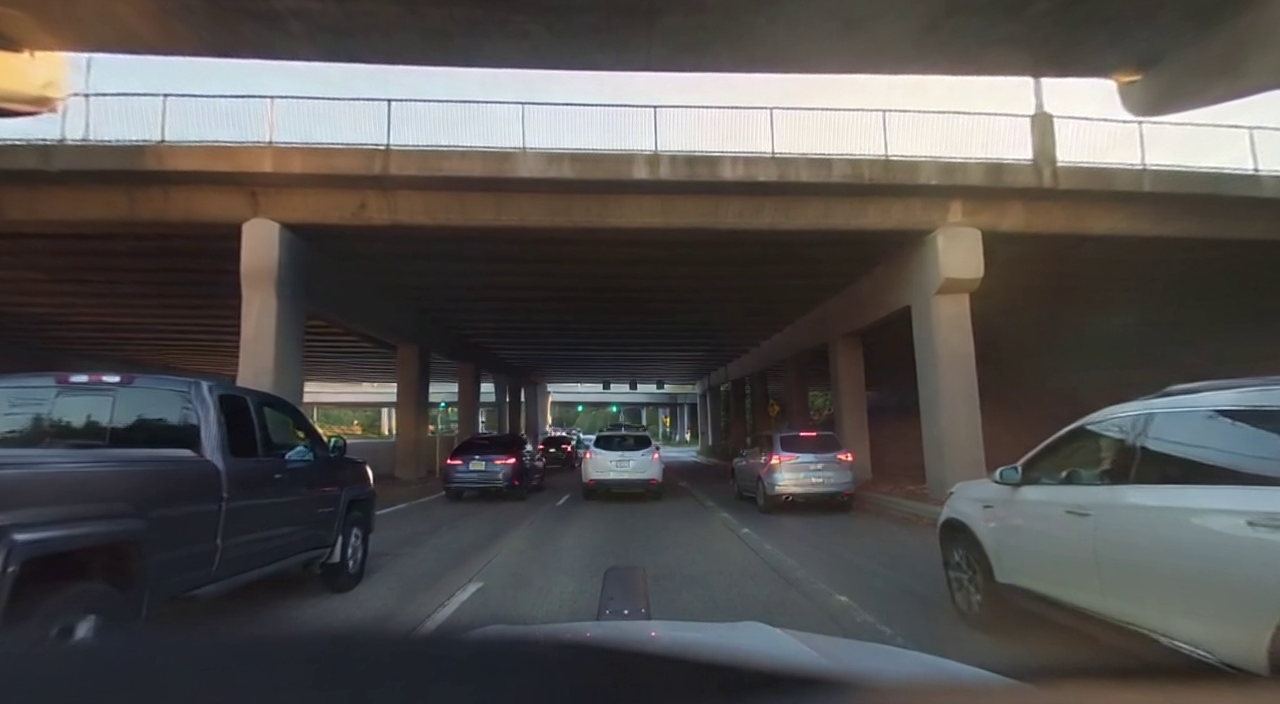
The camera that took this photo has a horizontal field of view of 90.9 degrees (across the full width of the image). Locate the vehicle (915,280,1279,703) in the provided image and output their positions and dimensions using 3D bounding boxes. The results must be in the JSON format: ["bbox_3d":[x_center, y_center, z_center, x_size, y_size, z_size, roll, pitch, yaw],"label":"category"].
[{"bbox_3d":[3.710,0.836,3.289,2.401,1.968,4.841,0,-8,1],"label":"vehicle"}]

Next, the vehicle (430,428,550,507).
[{"bbox_3d":[-3.616,2.859,16.046,2.127,1.720,4.064,0,-8,-2],"label":"vehicle"}]

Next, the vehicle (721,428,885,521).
[{"bbox_3d":[3.412,2.693,14.550,2.234,1.720,5.378,0,-8,-1],"label":"vehicle"}]

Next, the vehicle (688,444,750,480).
[{"bbox_3d":[3.382,4.774,27.650,2.026,1.457,3.969,0,-8,-3],"label":"vehicle"}]

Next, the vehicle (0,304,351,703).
[{"bbox_3d":[-3.461,0.808,2.887,2.074,1.814,4.596,0,-8,0],"label":"vehicle"}]

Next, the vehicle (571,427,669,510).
[{"bbox_3d":[-0.481,2.773,15.443,2.097,1.748,3.794,0,-8,-1],"label":"vehicle"}]
